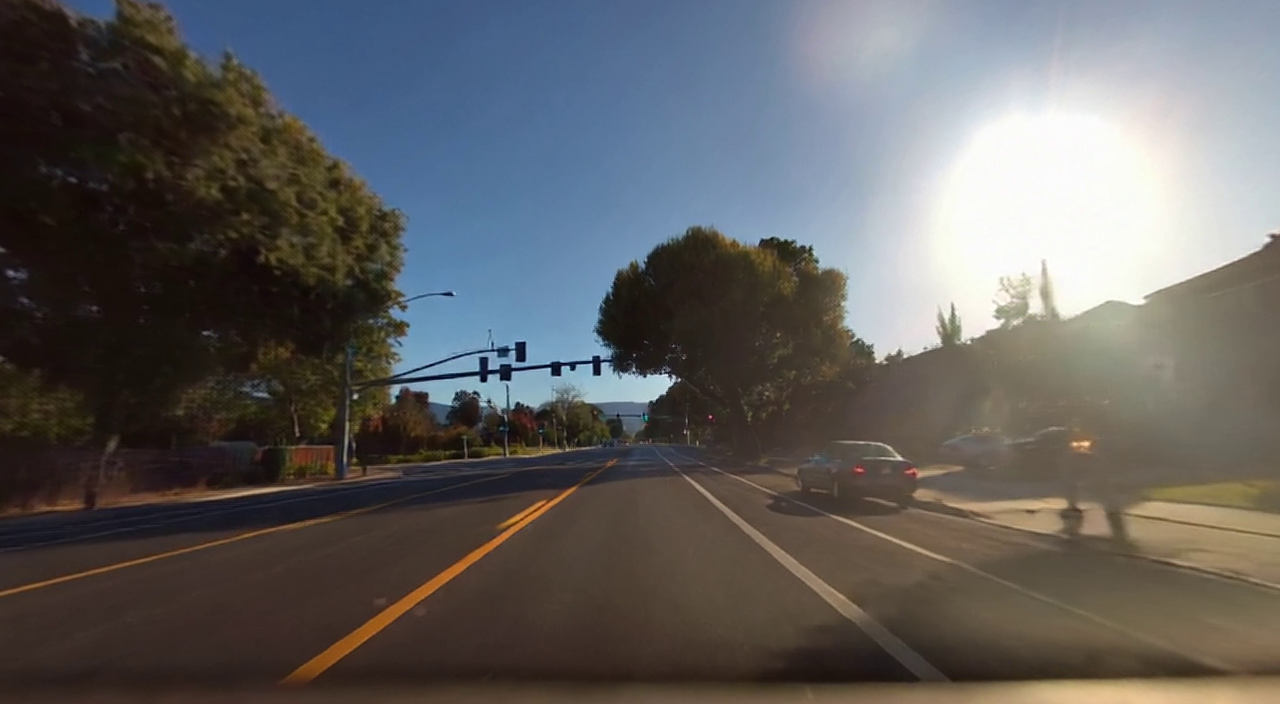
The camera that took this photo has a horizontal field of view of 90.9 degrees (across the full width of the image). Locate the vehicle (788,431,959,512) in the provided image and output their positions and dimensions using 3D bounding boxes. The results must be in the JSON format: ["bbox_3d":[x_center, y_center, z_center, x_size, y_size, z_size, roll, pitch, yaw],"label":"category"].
[{"bbox_3d":[4.895,2.554,14.142,1.995,1.472,4.884,0,-8,0],"label":"vehicle"}]

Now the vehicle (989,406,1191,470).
[{"bbox_3d":[13.257,2.569,18.883,4.283,1.750,2.227,0,-8,5],"label":"vehicle"}]
